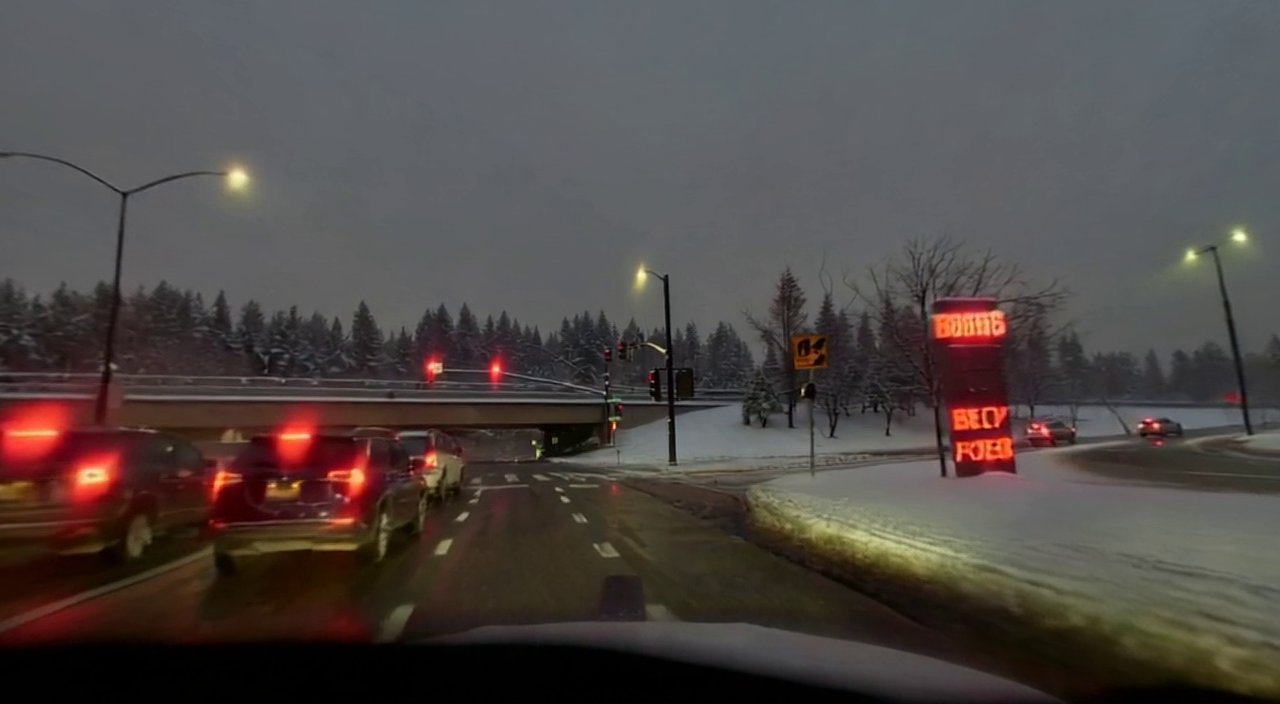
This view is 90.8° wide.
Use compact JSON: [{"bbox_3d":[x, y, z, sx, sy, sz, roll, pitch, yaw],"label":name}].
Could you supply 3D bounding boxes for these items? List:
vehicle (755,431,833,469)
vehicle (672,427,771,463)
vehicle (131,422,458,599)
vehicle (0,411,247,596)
[{"bbox_3d":[7.308,4.599,29.711,1.908,1.622,4.166,-7,-11,38],"label":"vehicle"},{"bbox_3d":[4.635,5.334,36.194,5.144,1.954,2.122,3,-9,-19],"label":"vehicle"},{"bbox_3d":[-3.656,1.716,7.859,2.176,1.489,4.518,1,-9,-10],"label":"vehicle"},{"bbox_3d":[-7.087,1.676,7.836,2.057,1.610,4.891,2,-9,-11],"label":"vehicle"}]
